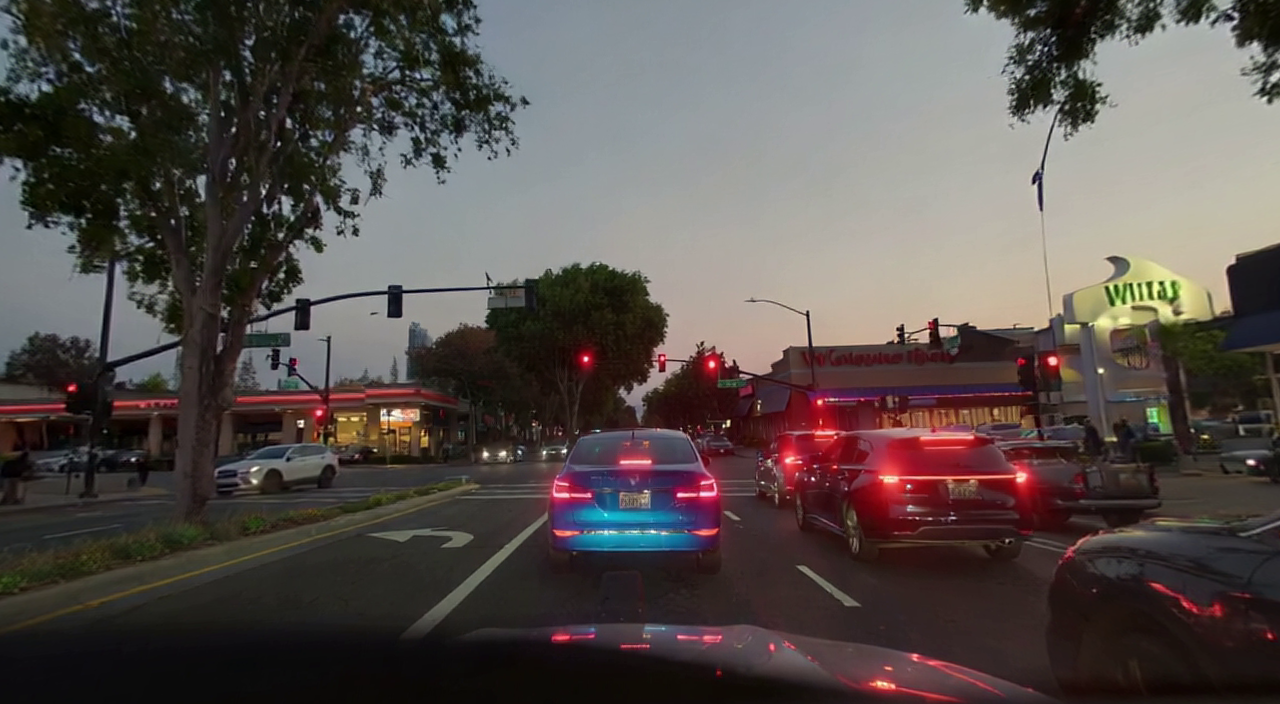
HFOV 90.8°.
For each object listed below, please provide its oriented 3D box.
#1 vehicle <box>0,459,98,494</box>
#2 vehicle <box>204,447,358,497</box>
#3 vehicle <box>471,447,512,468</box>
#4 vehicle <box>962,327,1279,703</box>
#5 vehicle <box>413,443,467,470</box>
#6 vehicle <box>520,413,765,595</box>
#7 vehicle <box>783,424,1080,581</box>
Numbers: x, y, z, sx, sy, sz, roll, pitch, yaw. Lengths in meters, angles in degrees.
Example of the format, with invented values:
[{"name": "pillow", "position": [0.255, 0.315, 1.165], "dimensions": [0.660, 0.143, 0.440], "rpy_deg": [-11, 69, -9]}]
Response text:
[{"name": "vehicle", "position": [-27.222, 5.497, 28.067], "dimensions": [4.285, 1.427, 1.883], "rpy_deg": [3, -9, -23]}, {"name": "vehicle", "position": [-12.833, 4.233, 22.741], "dimensions": [4.265, 1.604, 2.269], "rpy_deg": [8, -12, -44]}, {"name": "vehicle", "position": [-11.276, 8.002, 48.245], "dimensions": [2.099, 1.478, 4.411], "rpy_deg": [0, -9, 0]}, {"name": "vehicle", "position": [2.984, 0.704, 1.557], "dimensions": [2.075, 1.661, 4.401], "rpy_deg": [0, -9, 1]}, {"name": "vehicle", "position": [-15.086, 7.891, 48.049], "dimensions": [2.395, 1.903, 4.860], "rpy_deg": [-1, -9, 1]}, {"name": "vehicle", "position": [0.002, 1.625, 7.507], "dimensions": [2.154, 1.577, 3.723], "rpy_deg": [0, -9, -1]}, {"name": "vehicle", "position": [3.319, 1.781, 8.295], "dimensions": [1.865, 1.496, 4.170], "rpy_deg": [0, -9, 0]}]
